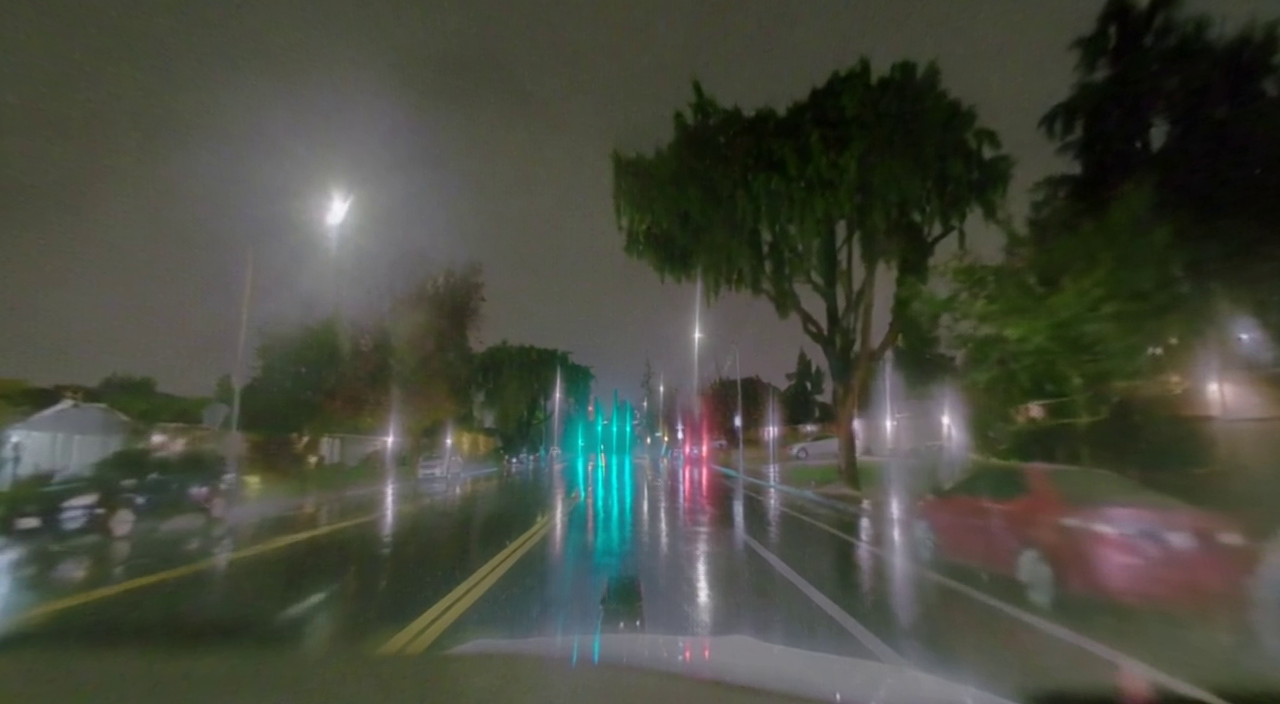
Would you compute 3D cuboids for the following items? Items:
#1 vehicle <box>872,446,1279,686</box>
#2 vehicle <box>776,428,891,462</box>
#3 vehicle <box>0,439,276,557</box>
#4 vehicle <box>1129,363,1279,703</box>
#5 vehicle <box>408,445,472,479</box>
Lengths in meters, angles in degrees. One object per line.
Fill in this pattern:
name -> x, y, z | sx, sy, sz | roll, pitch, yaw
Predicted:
vehicle -> 4.216, 1.651, 6.278 | 1.905, 1.403, 4.849 | 0, -8, -1
vehicle -> 12.474, 6.055, 41.067 | 6.619, 1.884, 2.225 | -2, -8, 0
vehicle -> -10.723, 2.926, 13.718 | 2.338, 1.871, 5.795 | -4, -8, -1
vehicle -> 4.190, 0.744, 1.431 | 2.254, 1.812, 4.817 | 0, -8, 0
vehicle -> -10.908, 6.066, 34.790 | 2.082, 1.661, 4.403 | -2, -10, 0
